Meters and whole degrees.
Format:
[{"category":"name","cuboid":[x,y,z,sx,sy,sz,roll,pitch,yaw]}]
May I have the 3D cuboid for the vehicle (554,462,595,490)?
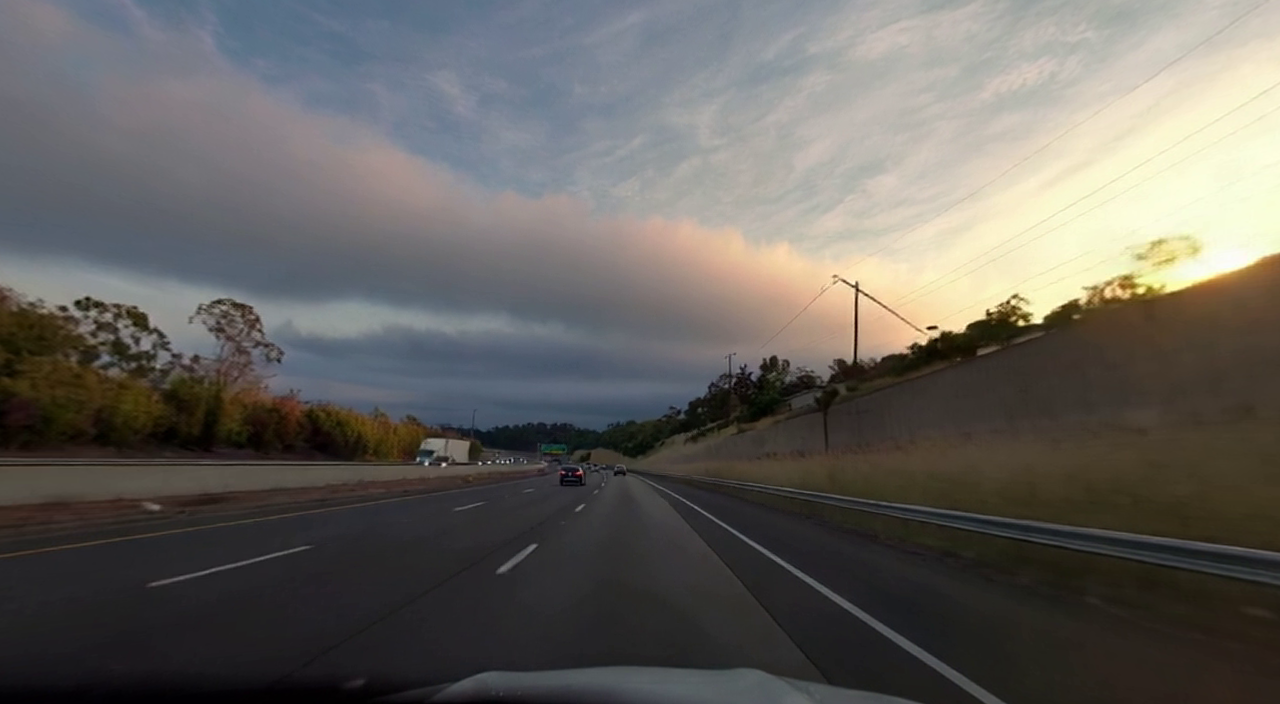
[{"category":"vehicle","cuboid":[-4.238,8.119,41.445,2.194,1.704,4.421,1,-10,0]}]
